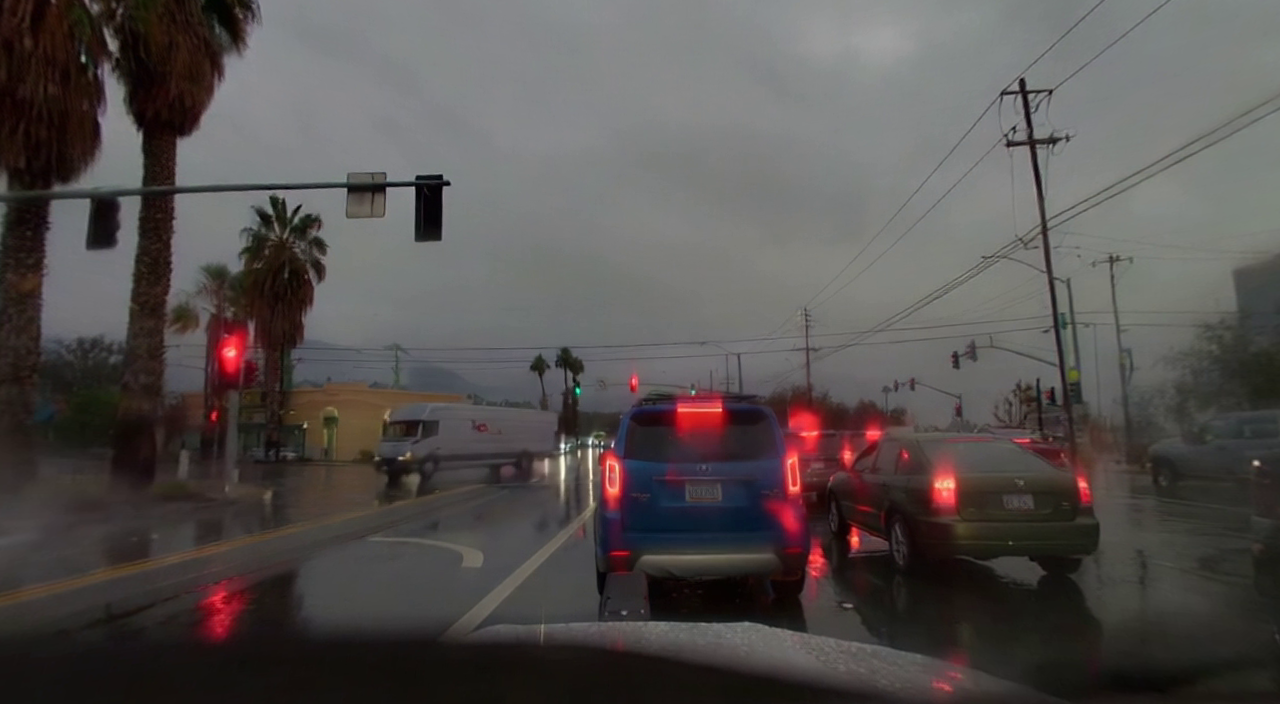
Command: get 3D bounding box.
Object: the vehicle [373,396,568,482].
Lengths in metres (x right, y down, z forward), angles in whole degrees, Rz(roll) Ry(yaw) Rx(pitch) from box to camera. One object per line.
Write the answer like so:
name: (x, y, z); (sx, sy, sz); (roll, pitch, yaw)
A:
vehicle: (-8.602, 4.844, 34.575); (2.973, 3.889, 11.535); (-5, -10, 29)

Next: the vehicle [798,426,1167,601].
vehicle: (3.439, 1.683, 7.503); (1.895, 1.456, 4.255); (0, -9, -2)

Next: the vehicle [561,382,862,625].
vehicle: (0.453, 1.438, 6.879); (2.228, 1.780, 4.269); (0, -9, -2)

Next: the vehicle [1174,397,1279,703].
vehicle: (3.358, 0.653, 0.658); (1.805, 1.485, 4.348); (0, -9, 1)
